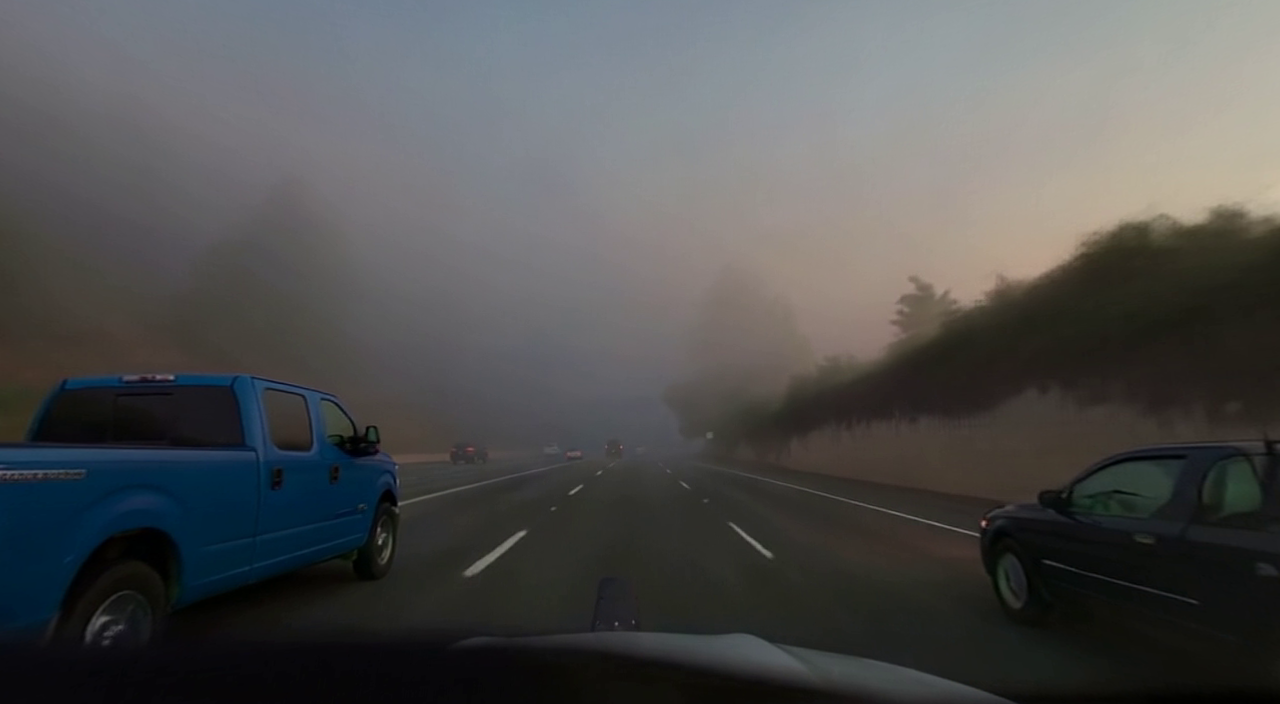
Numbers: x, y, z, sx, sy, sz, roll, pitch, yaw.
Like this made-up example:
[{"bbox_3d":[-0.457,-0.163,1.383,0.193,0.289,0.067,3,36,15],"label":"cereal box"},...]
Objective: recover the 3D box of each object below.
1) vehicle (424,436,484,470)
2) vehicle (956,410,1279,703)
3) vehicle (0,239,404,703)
[{"bbox_3d":[-10.992,6.012,37.734,2.012,1.875,4.895,0,-9,1],"label":"vehicle"},{"bbox_3d":[3.995,1.120,3.461,2.047,1.524,4.619,0,-9,-1],"label":"vehicle"},{"bbox_3d":[-3.668,0.776,3.320,2.483,2.100,6.208,0,-9,0],"label":"vehicle"}]
